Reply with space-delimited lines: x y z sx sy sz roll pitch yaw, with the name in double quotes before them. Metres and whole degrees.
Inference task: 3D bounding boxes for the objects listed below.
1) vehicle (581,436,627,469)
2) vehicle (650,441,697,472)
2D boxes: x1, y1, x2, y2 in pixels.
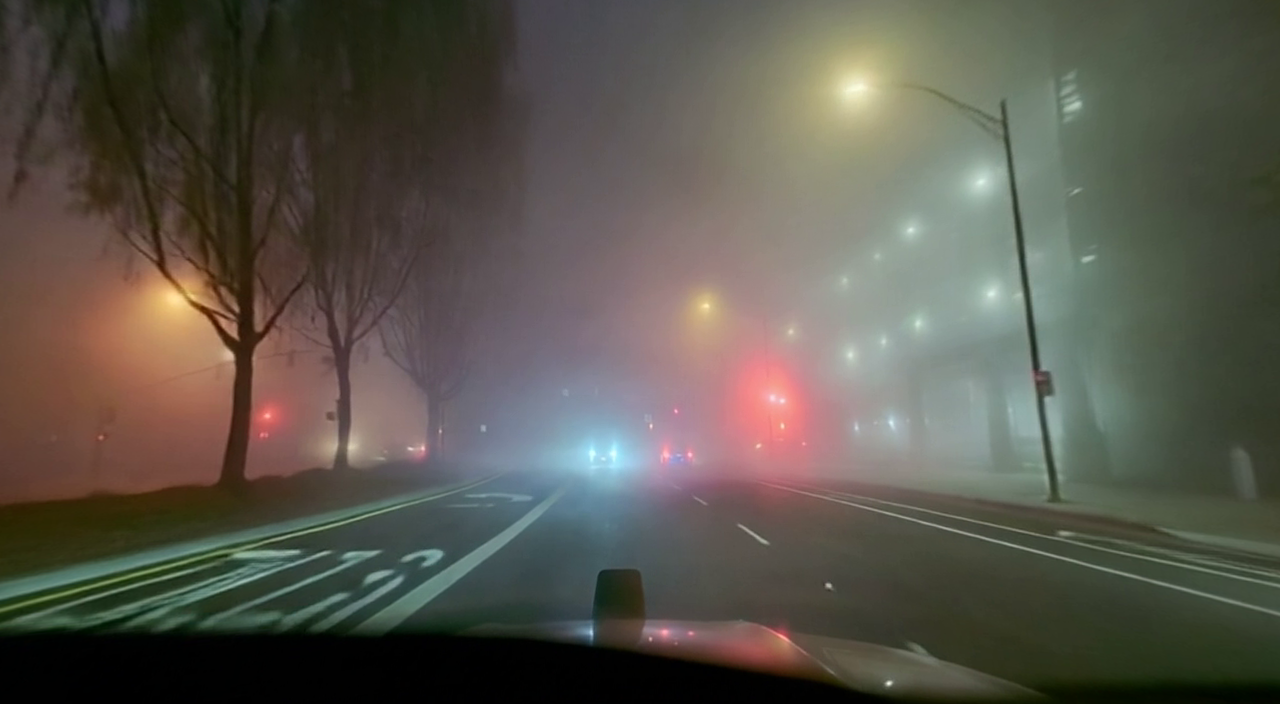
"vehicle" -2.077 5.584 35.210 2.317 1.713 4.231 1 -9 -7
"vehicle" 1.681 5.474 33.338 1.918 1.479 4.468 1 -9 -5
